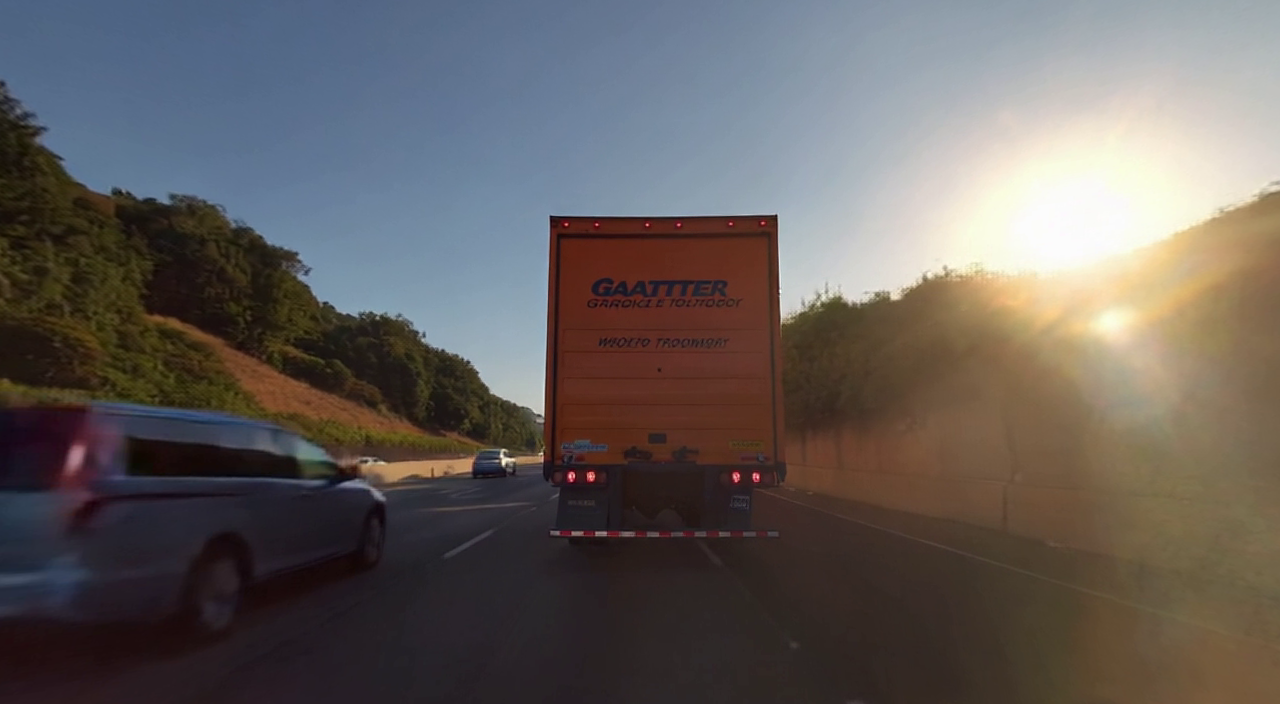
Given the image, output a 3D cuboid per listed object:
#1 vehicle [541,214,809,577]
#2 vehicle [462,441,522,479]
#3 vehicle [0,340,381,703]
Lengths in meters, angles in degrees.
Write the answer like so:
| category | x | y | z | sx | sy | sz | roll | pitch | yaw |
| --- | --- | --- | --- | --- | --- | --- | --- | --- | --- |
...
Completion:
| category | x | y | z | sx | sy | sz | roll | pitch | yaw |
| --- | --- | --- | --- | --- | --- | --- | --- | --- | --- |
| vehicle | 0.484 | 1.228 | 12.257 | 2.853 | 4.054 | 10.557 | 0 | -9 | 1 |
| vehicle | -8.580 | 6.329 | 37.122 | 2.174 | 2.059 | 5.314 | 0 | -9 | 0 |
| vehicle | -4.624 | 1.310 | 5.884 | 2.293 | 2.015 | 4.915 | 0 | -9 | 0 |
